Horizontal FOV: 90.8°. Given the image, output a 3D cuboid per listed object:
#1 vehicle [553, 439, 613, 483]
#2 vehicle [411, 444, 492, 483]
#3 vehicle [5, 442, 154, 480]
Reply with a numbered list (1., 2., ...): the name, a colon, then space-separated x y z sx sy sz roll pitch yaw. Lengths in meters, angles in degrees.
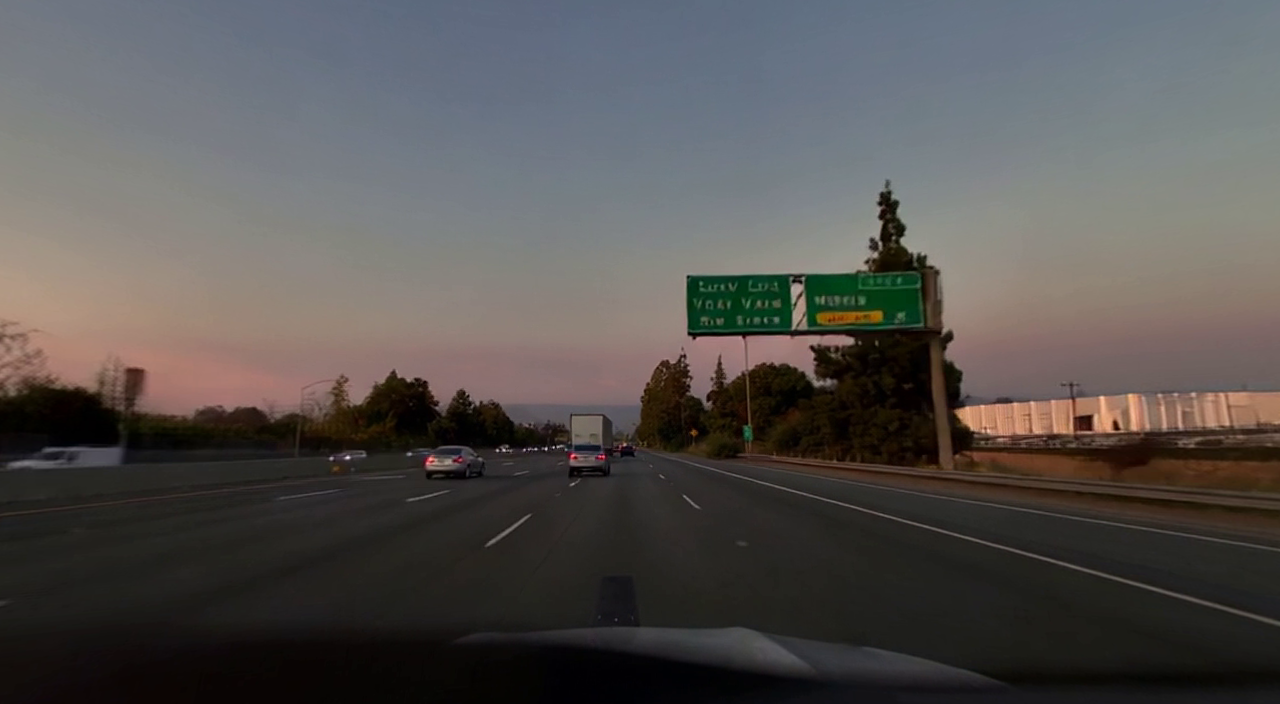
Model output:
1. vehicle: -2.288 4.483 26.305 2.033 1.669 4.112 0 -9 1
2. vehicle: -7.766 4.629 26.487 2.026 1.477 4.467 0 -9 0
3. vehicle: -27.257 5.300 31.107 2.128 1.667 5.661 0 -9 0
